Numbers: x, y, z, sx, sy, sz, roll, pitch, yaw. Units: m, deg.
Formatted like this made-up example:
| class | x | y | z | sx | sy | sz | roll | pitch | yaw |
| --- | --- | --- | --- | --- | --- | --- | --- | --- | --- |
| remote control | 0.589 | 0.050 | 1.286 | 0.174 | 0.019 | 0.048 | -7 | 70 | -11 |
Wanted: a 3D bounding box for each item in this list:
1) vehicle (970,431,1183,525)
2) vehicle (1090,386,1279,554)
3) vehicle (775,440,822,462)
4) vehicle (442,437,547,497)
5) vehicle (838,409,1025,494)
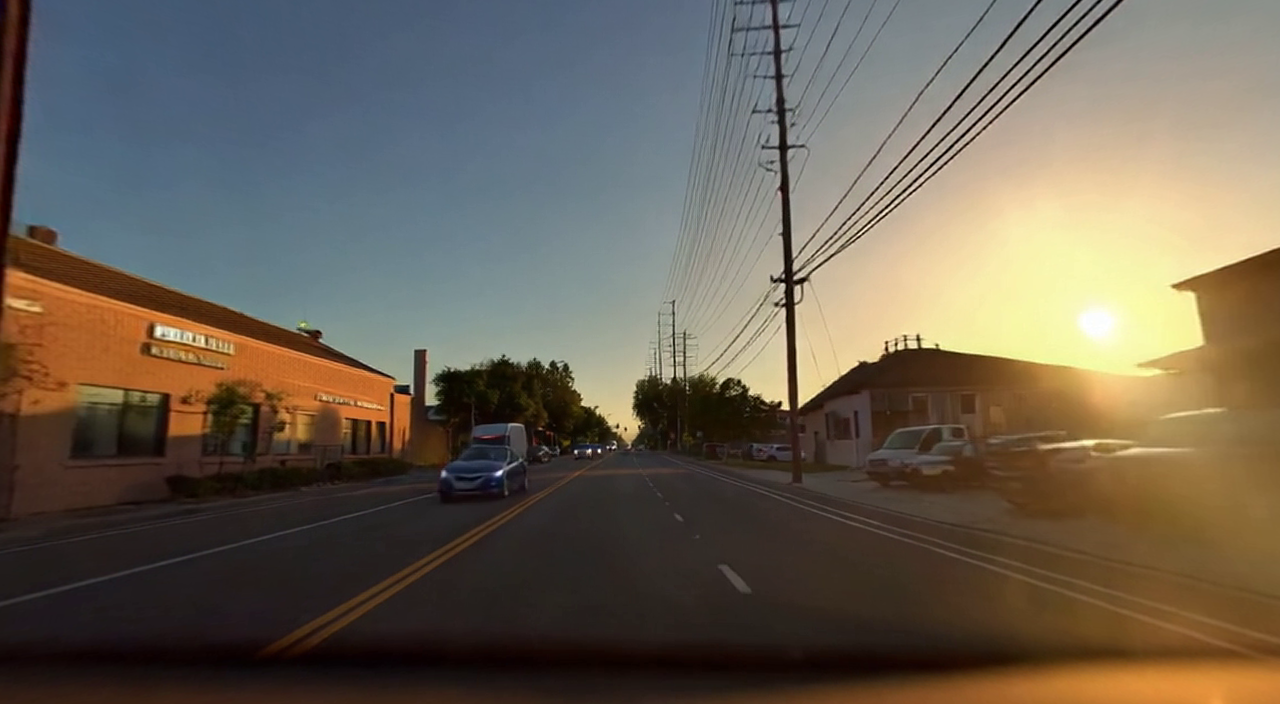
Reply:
| class | x | y | z | sx | sy | sz | roll | pitch | yaw |
| --- | --- | --- | --- | --- | --- | --- | --- | --- | --- |
| vehicle | 9.177 | 2.504 | 13.149 | 4.480 | 1.616 | 2.180 | 6 | -10 | -36 |
| vehicle | 9.662 | 1.751 | 9.888 | 5.414 | 2.035 | 2.476 | 6 | -10 | -36 |
| vehicle | 11.679 | 7.298 | 46.656 | 2.143 | 1.518 | 4.893 | 0 | -8 | -1 |
| vehicle | -4.180 | 3.368 | 18.852 | 1.998 | 1.562 | 4.433 | 0 | -8 | 1 |
| vehicle | 9.484 | 3.135 | 20.204 | 6.532 | 2.291 | 2.575 | 6 | -10 | -37 |
